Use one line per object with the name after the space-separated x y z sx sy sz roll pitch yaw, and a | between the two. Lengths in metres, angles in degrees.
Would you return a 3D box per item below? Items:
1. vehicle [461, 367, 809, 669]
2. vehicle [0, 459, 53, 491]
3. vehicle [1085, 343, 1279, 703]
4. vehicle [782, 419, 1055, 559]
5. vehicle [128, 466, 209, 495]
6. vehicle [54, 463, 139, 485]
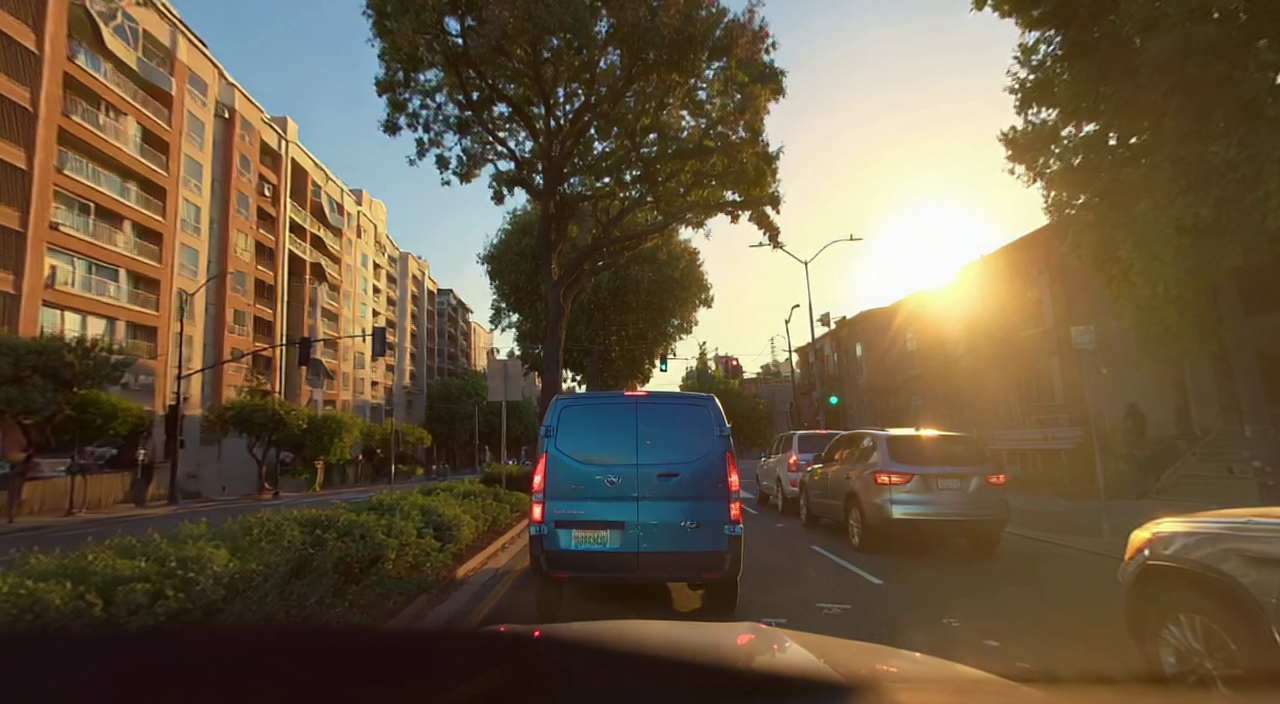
-0.027 1.326 6.048 2.101 1.828 4.270 0 -9 0 | vehicle
-35.489 6.836 35.123 3.843 1.680 1.782 -1 -9 3 | vehicle
3.814 0.692 1.735 2.157 1.748 4.130 0 -9 1 | vehicle
3.923 2.017 10.083 2.061 1.676 4.734 0 -9 -2 | vehicle
-33.243 9.065 44.532 4.292 1.492 1.772 -6 -14 -1 | vehicle
-38.439 8.628 44.646 4.396 1.458 1.809 -1 -9 2 | vehicle
